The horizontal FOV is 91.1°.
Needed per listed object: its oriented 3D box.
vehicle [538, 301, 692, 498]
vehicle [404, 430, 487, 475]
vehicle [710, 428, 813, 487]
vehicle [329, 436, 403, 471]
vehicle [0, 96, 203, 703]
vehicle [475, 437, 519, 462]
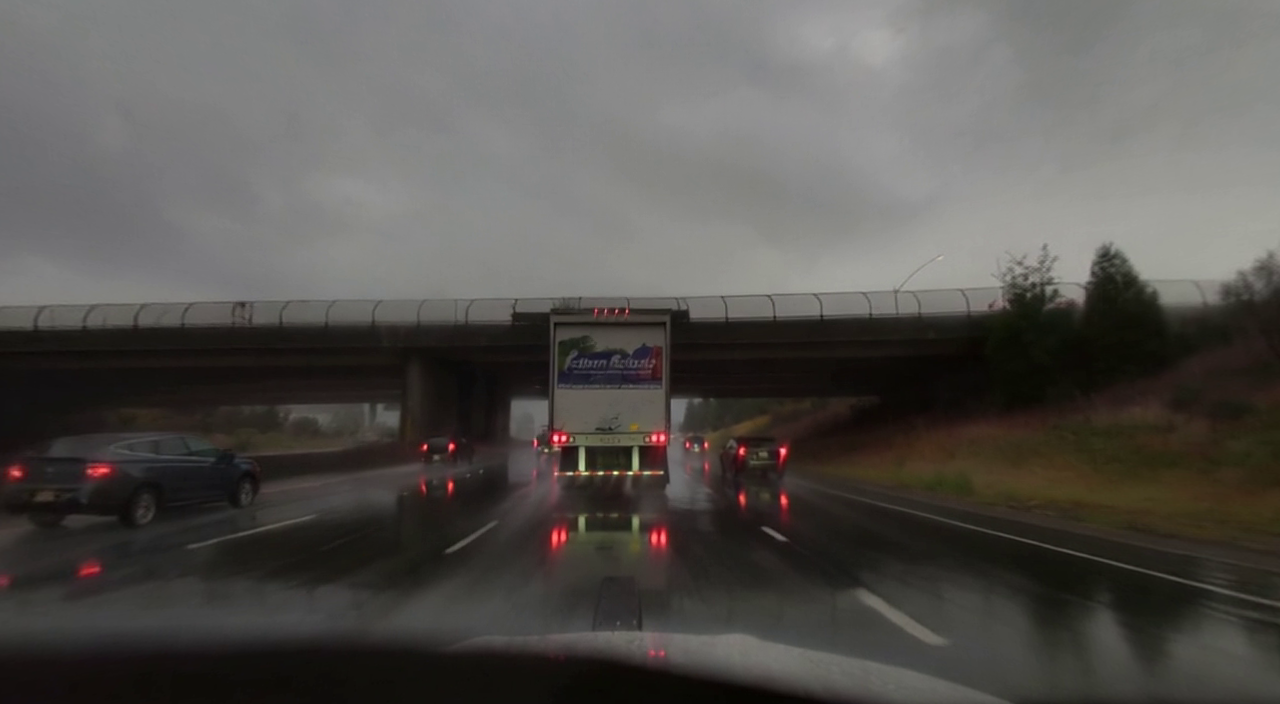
[{"bbox_3d":[-0.715,1.551,17.070,2.911,3.787,9.905,0,-8,-3],"label":"vehicle"},{"bbox_3d":[-8.018,4.168,26.373,2.057,1.698,4.550,0,-8,-1],"label":"vehicle"},{"bbox_3d":[3.466,3.101,18.927,2.003,1.519,4.580,0,-8,-3],"label":"vehicle"},{"bbox_3d":[-16.564,6.122,38.324,2.198,1.938,5.197,0,-8,-1],"label":"vehicle"},{"bbox_3d":[-3.677,0.120,0.504,2.660,2.637,5.634,0,-8,-2],"label":"vehicle"},{"bbox_3d":[-8.814,6.031,39.054,1.845,1.488,3.656,0,-8,0],"label":"vehicle"}]
